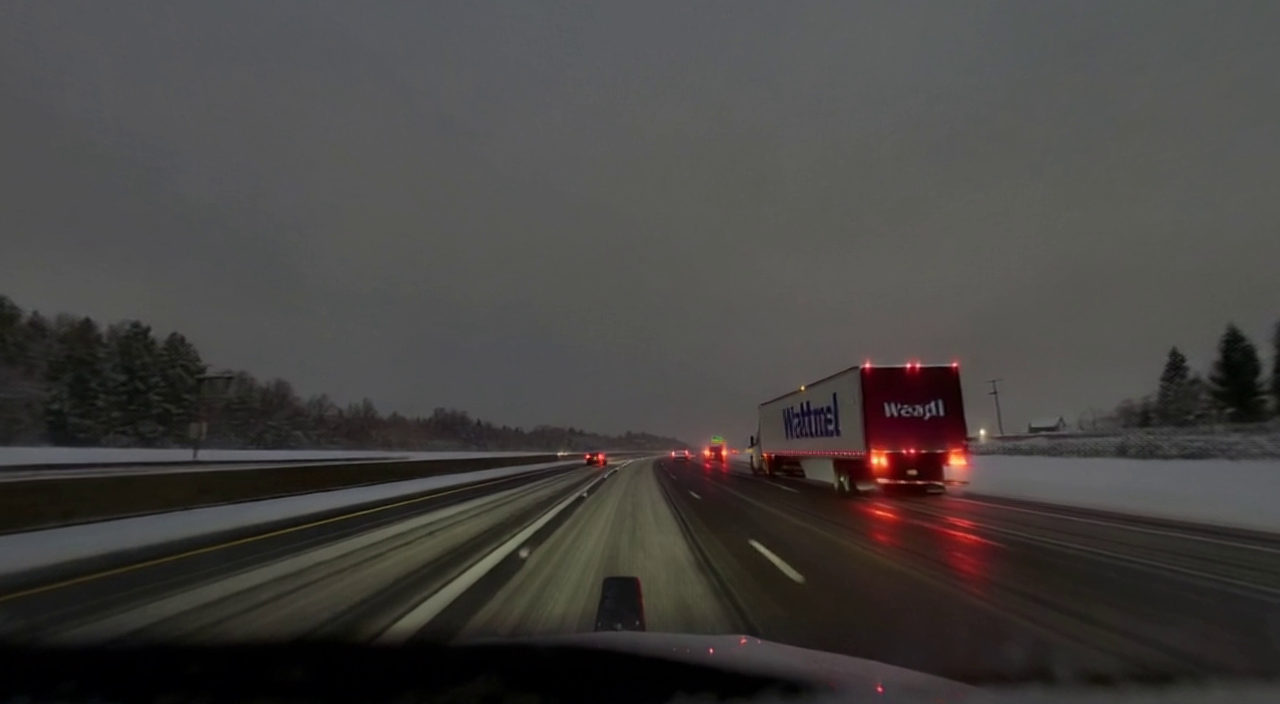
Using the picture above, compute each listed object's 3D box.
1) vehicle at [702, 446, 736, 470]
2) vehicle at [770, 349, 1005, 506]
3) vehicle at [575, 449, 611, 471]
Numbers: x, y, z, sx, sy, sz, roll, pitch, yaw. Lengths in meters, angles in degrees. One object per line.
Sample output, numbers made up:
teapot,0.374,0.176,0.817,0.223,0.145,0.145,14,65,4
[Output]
vehicle,5.995,8.112,48.405,2.188,1.727,4.381,0,-9,2
vehicle,8.138,3.147,24.462,2.912,4.143,15.538,0,-9,0
vehicle,-3.357,7.813,45.925,2.164,1.507,4.748,0,-9,1
